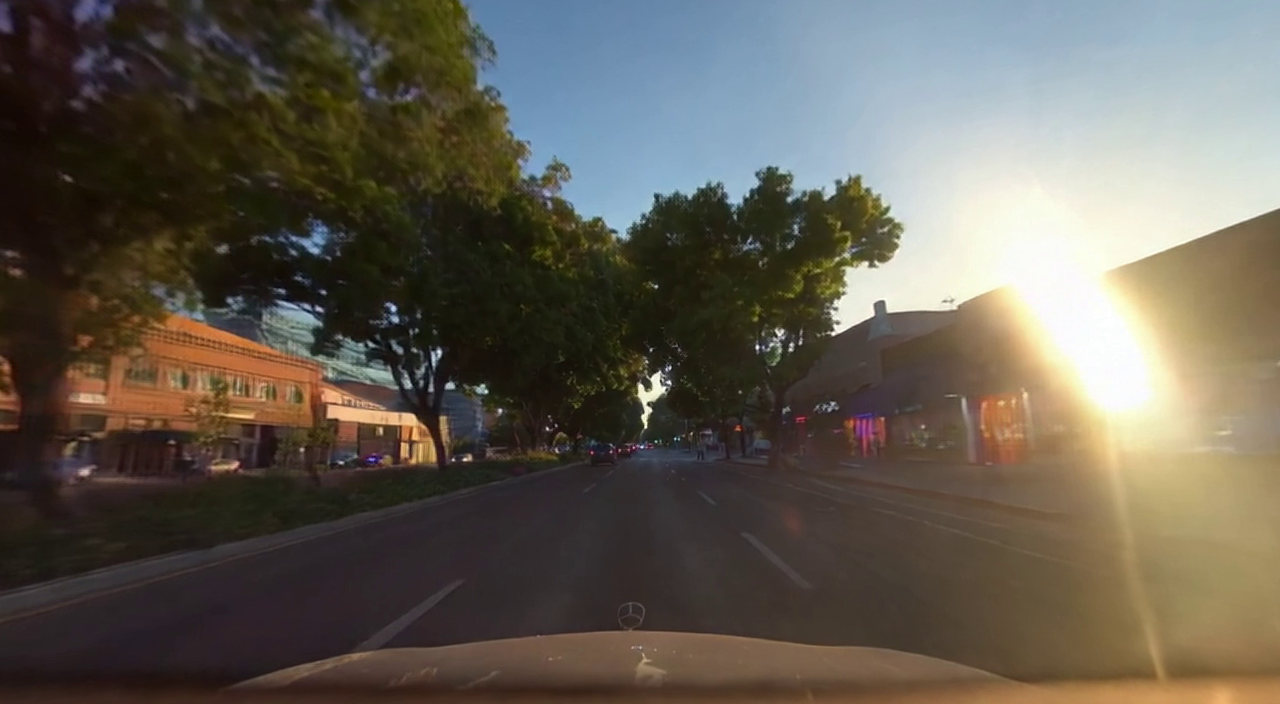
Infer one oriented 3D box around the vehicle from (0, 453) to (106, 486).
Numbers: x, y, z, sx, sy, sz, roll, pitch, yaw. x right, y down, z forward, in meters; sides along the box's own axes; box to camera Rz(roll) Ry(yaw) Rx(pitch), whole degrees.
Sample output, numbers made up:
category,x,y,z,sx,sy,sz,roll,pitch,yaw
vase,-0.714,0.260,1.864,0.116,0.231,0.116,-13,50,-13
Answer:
category,x,y,z,sx,sy,sz,roll,pitch,yaw
vehicle,-35.253,6.951,37.630,4.912,1.775,1.996,8,-11,-42
